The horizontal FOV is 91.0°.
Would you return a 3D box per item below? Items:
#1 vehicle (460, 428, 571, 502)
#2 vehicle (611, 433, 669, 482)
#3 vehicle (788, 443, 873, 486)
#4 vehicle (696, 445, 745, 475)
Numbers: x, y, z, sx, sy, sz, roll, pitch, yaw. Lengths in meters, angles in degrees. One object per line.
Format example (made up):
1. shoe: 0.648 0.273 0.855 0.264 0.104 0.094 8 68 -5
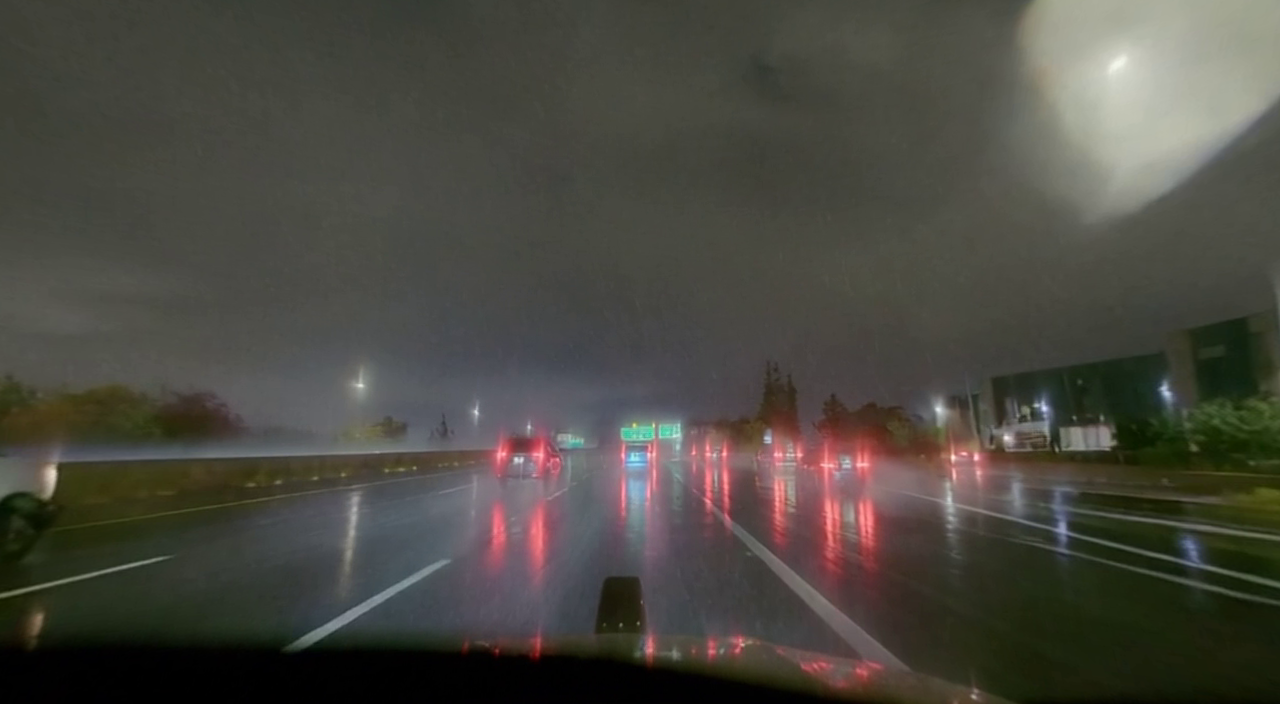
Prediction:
1. vehicle: -3.263 3.081 17.505 2.142 1.759 4.297 0 -9 1
2. vehicle: 0.026 4.485 26.947 2.270 1.862 4.949 0 -9 1
3. vehicle: 7.279 4.320 24.507 1.936 1.480 4.373 0 -9 0
4. vehicle: 4.197 5.709 33.485 2.005 1.456 4.287 0 -9 0
